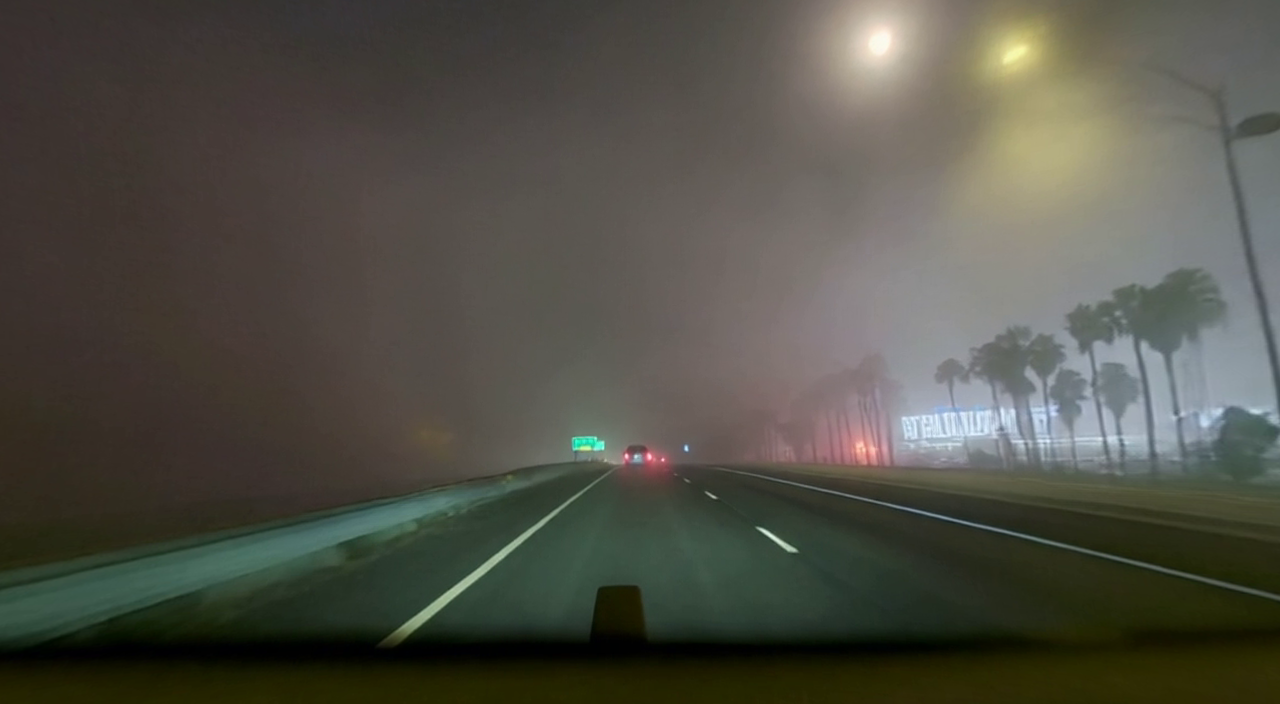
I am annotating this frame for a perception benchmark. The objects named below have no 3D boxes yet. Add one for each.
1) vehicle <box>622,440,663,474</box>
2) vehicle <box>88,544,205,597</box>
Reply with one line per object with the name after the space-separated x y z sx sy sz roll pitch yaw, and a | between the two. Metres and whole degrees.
0.116 5.680 34.322 2.089 1.718 4.193 0 -9 -1 | vehicle
-29.731 13.162 38.260 2.309 1.963 5.918 -1 -8 0 | vehicle
